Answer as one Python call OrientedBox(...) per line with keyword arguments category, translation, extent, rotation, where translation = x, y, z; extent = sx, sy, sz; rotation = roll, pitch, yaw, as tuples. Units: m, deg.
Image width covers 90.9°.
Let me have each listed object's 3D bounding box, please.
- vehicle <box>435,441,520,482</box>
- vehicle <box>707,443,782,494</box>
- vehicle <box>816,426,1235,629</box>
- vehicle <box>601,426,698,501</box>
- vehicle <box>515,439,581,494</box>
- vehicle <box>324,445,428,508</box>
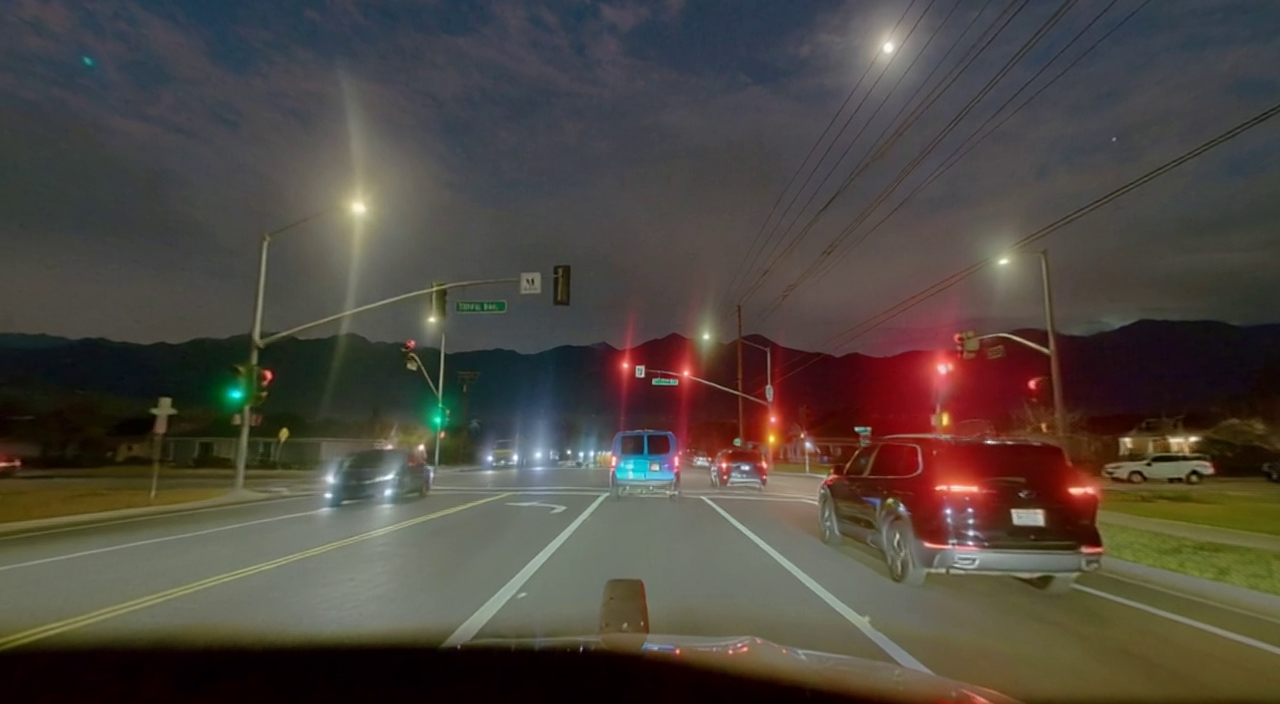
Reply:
OrientedBox(category="vehicle", translation=(-7.985, 5.281, 30.737), extent=(1.999, 1.864, 4.530), rotation=(8, -11, -42))
OrientedBox(category="vehicle", translation=(3.685, 4.175, 22.968), extent=(1.957, 1.646, 4.355), rotation=(0, -8, 0))
OrientedBox(category="vehicle", translation=(3.879, 1.814, 7.680), extent=(2.155, 1.658, 4.721), rotation=(0, -8, 1))
OrientedBox(category="vehicle", translation=(0.281, 3.419, 19.802), extent=(2.636, 2.011, 5.130), rotation=(0, -8, 1))
OrientedBox(category="vehicle", translation=(-3.317, 4.008, 22.485), extent=(2.059, 1.749, 4.458), rotation=(1, -9, -10))
OrientedBox(category="vehicle", translation=(-7.477, 3.495, 18.328), extent=(2.005, 1.533, 4.644), rotation=(2, -9, -13))
